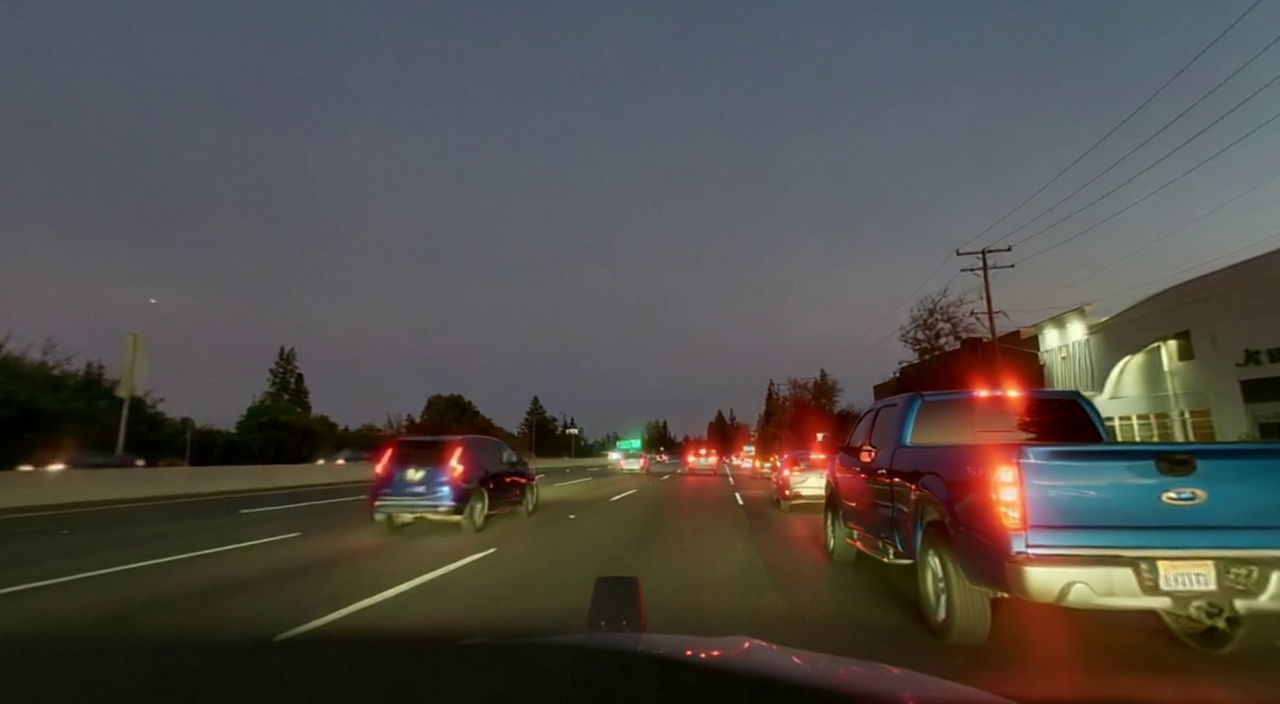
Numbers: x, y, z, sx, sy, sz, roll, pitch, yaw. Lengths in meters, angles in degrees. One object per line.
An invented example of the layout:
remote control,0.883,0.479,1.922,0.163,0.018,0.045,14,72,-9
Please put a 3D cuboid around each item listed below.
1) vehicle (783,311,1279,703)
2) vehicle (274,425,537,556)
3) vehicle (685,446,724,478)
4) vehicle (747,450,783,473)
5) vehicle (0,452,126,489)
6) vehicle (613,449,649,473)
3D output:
vehicle,3.348,1.321,6.526,3.024,2.092,6.797,-1,-8,8
vehicle,-3.560,2.182,10.787,2.209,1.714,4.576,-1,-8,8
vehicle,3.747,6.266,36.285,2.080,1.682,4.150,-1,-8,7
vehicle,8.710,7.660,44.347,2.072,1.456,4.537,-1,-8,6
vehicle,-28.917,5.770,31.148,2.026,1.607,5.372,-1,-8,8
vehicle,-0.565,7.598,44.193,2.119,1.478,4.644,-1,-8,5
